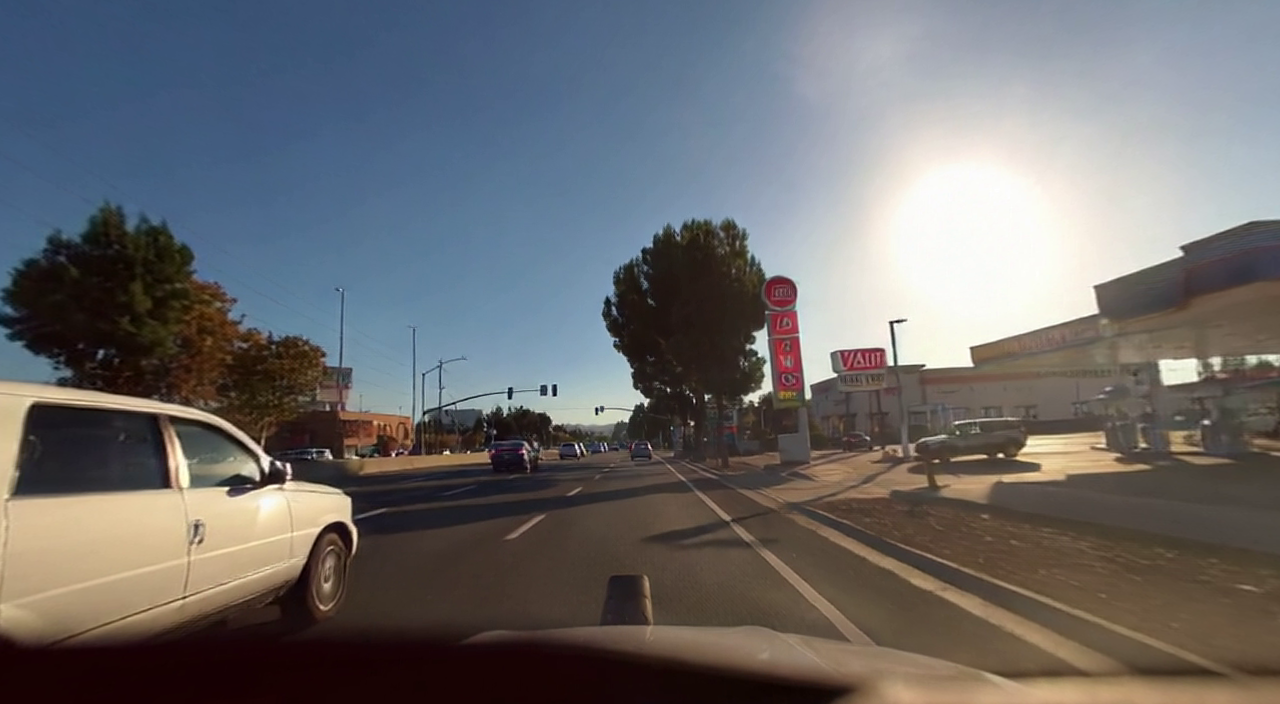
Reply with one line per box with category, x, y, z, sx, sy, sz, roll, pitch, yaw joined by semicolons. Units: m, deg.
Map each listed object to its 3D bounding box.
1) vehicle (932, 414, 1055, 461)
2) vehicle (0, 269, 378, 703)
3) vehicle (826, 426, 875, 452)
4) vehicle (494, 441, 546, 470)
vehicle;16.125;3.986;29.264;2.178;1.911;5.852;-1;-8;-2
vehicle;-3.190;0.751;2.648;2.190;1.844;4.751;0;-8;-1
vehicle;16.186;6.738;48.650;2.116;1.849;4.806;0;-8;0
vehicle;-6.498;5.637;34.554;1.960;1.468;4.345;0;-8;1
